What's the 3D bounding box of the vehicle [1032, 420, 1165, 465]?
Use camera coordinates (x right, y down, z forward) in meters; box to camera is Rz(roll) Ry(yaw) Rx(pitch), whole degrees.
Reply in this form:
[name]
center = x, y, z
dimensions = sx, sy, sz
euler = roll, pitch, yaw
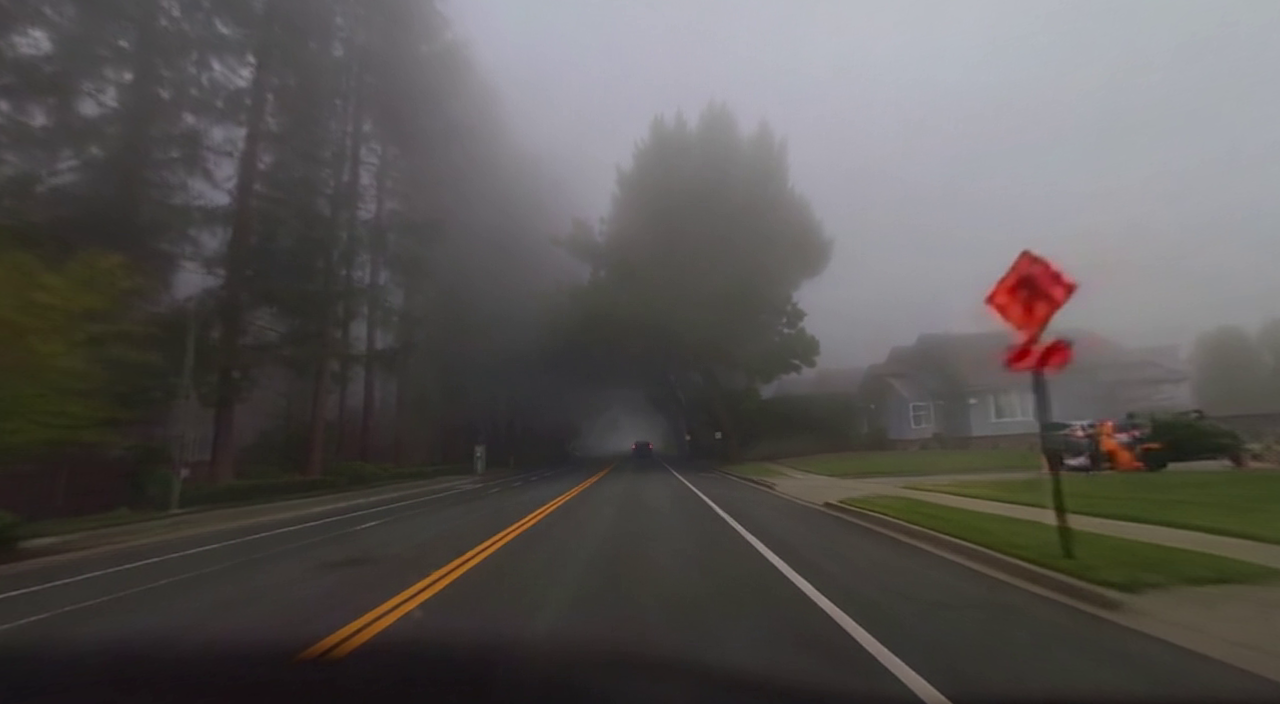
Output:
[vehicle]
center = 16.812, 3.347, 23.206
dimensions = 3.462, 1.576, 1.863
euler = 1, -8, -5
